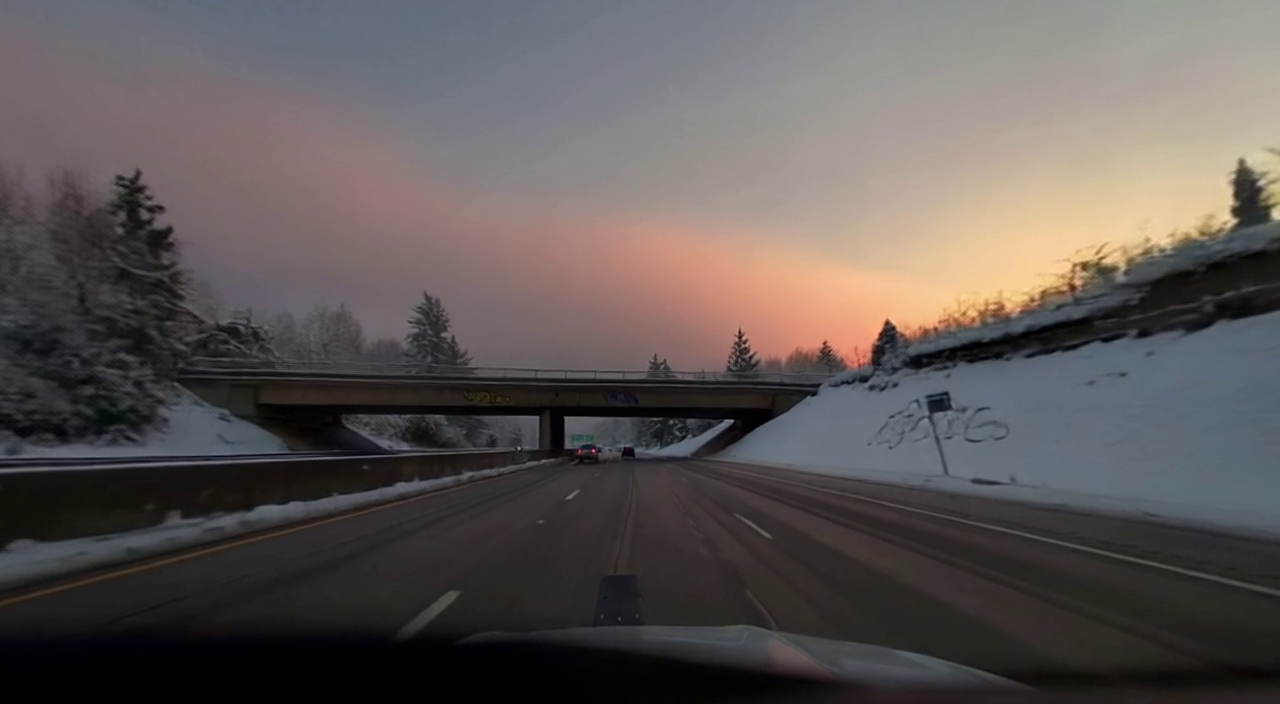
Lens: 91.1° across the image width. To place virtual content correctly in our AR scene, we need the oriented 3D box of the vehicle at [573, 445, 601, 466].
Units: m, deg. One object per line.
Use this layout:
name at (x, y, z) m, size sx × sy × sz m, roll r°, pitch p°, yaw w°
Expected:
vehicle at (-3.960, 7.838, 47.648) m, size 1.871 × 1.459 × 3.771 m, roll 0°, pitch -9°, yaw -1°
